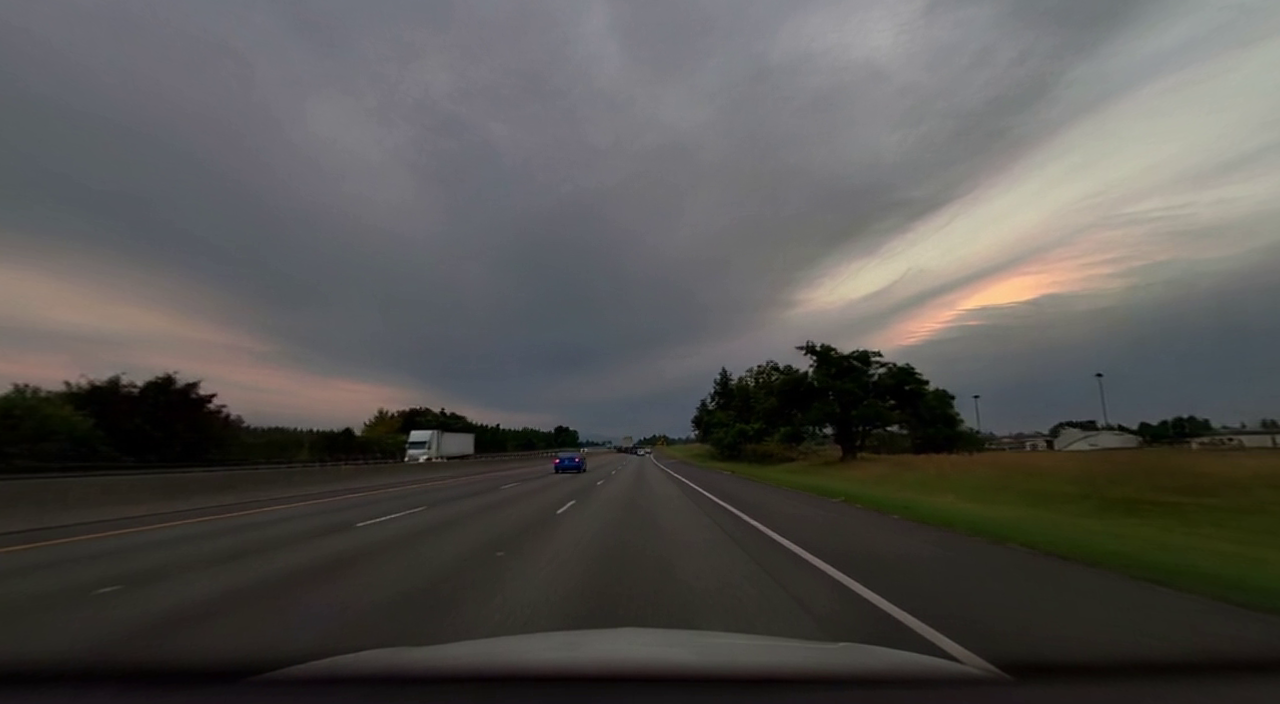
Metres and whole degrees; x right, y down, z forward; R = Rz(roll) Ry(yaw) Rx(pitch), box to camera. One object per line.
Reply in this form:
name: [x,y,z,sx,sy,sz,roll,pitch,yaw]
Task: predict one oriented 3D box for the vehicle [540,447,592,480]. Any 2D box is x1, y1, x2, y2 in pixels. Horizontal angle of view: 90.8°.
vehicle: [-3.627,5.556,31.714,2.121,1.537,3.852,0,-9,0]
